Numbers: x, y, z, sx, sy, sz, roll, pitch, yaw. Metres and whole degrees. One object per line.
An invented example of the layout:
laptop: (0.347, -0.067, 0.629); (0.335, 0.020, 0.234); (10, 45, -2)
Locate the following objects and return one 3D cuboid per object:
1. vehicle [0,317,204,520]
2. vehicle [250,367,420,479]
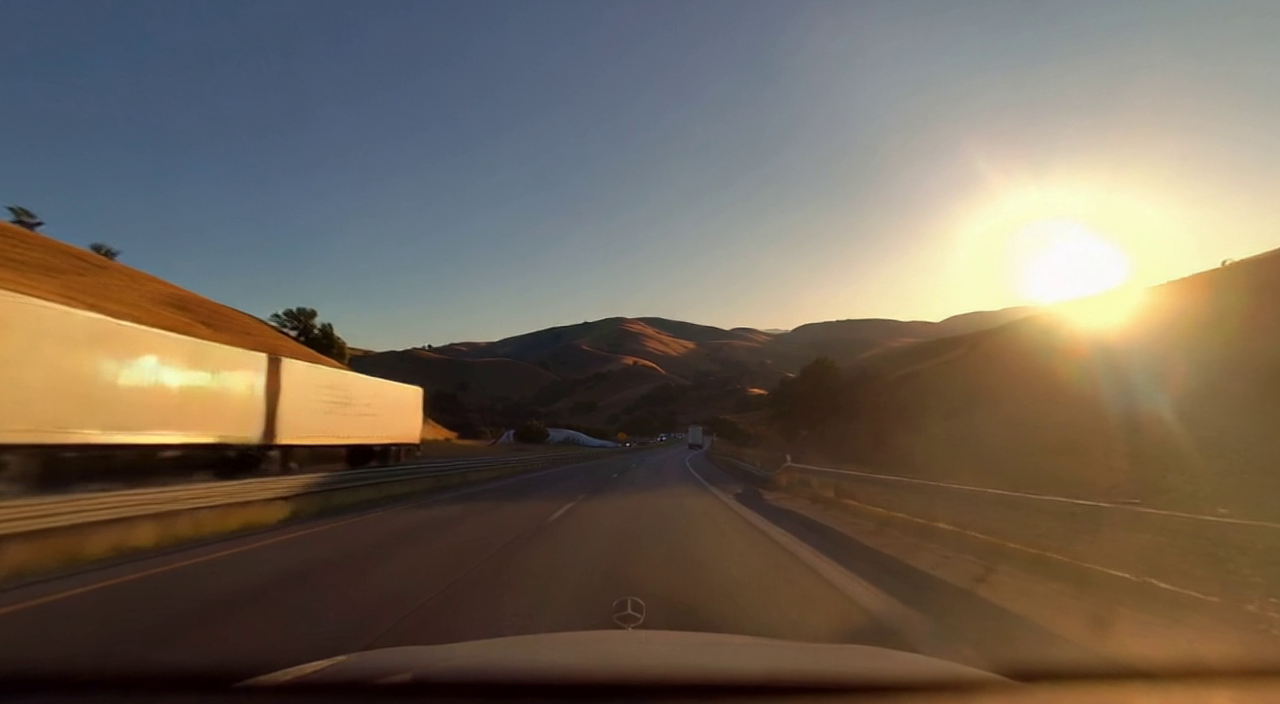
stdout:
vehicle: (-12.932, 1.258, 11.724); (3.043, 3.571, 8.922); (0, -9, 1)
vehicle: (-12.806, 3.292, 27.812); (2.788, 4.109, 9.073); (0, -9, 1)
